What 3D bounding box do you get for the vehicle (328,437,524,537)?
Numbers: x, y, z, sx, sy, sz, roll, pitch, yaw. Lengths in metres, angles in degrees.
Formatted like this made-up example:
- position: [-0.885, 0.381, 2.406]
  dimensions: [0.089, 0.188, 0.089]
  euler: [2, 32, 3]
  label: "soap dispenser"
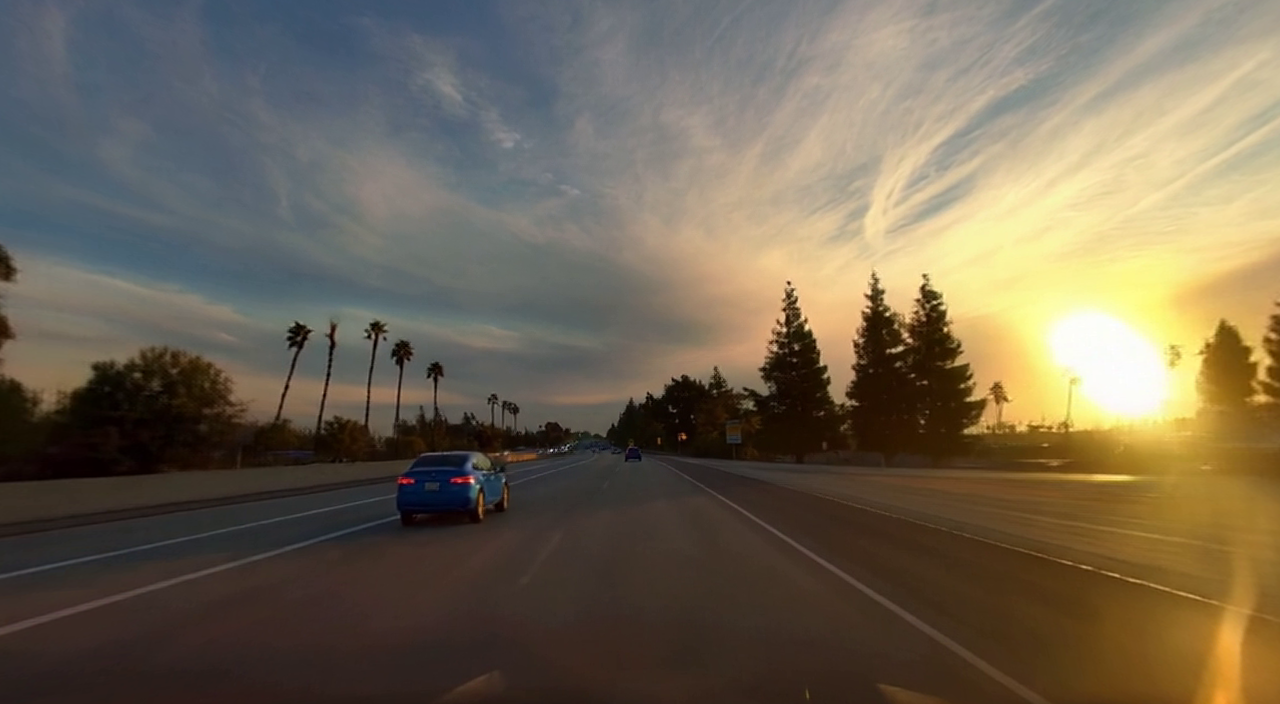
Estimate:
- position: [-3.851, 2.499, 12.416]
  dimensions: [2.092, 1.562, 4.748]
  euler: [0, -8, 2]
  label: "vehicle"
